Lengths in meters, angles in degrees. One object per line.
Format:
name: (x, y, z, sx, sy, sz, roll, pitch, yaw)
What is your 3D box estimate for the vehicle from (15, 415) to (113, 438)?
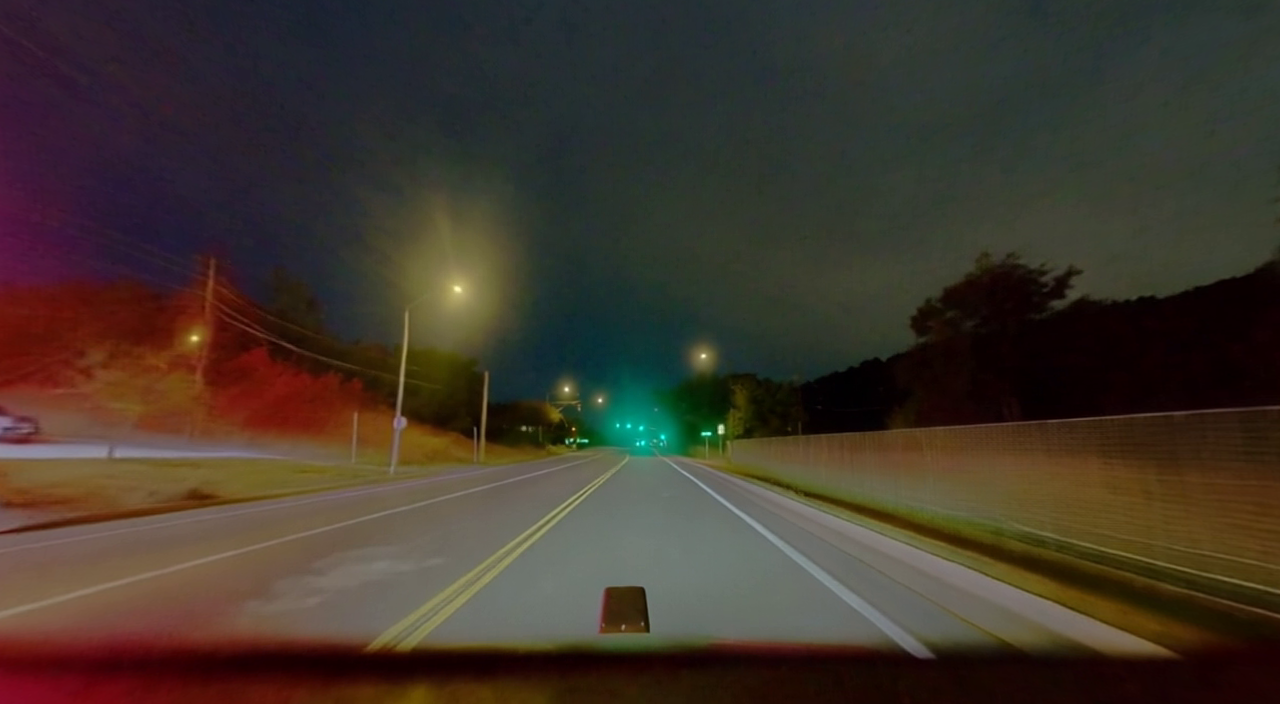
vehicle: (-39.404, 5.143, 43.287, 1.804, 1.421, 4.744, -1, -8, 10)
